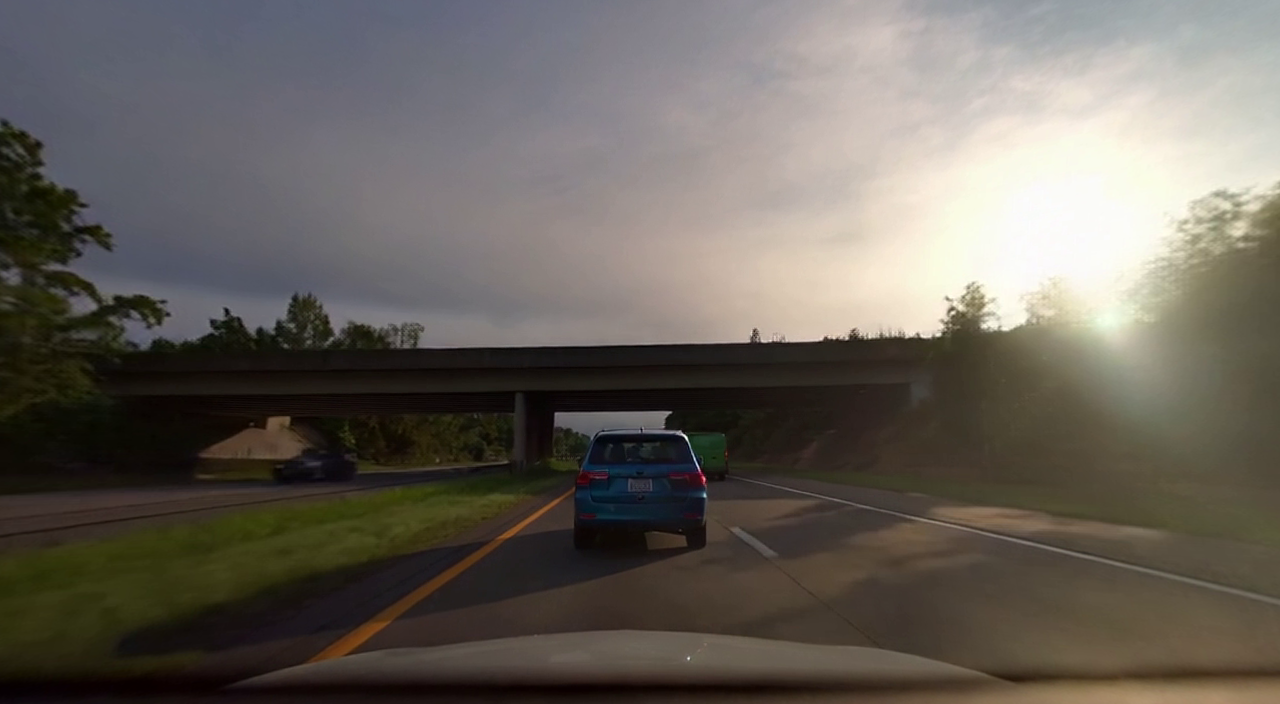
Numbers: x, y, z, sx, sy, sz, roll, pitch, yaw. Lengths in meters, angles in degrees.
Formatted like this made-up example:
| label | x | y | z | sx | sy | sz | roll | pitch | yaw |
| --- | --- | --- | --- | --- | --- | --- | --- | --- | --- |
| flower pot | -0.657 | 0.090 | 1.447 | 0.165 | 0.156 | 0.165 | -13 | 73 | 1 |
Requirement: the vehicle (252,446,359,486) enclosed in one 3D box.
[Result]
| label | x | y | z | sx | sy | sz | roll | pitch | yaw |
| --- | --- | --- | --- | --- | --- | --- | --- | --- | --- |
| vehicle | -13.352 | 4.565 | 25.529 | 1.836 | 1.465 | 4.514 | 0 | -9 | 0 |

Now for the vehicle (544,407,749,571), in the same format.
| label | x | y | z | sx | sy | sz | roll | pitch | yaw |
| --- | --- | --- | --- | --- | --- | --- | --- | --- | --- |
| vehicle | 0.079 | 1.860 | 9.177 | 2.288 | 1.823 | 4.059 | 0 | -9 | 0 |
